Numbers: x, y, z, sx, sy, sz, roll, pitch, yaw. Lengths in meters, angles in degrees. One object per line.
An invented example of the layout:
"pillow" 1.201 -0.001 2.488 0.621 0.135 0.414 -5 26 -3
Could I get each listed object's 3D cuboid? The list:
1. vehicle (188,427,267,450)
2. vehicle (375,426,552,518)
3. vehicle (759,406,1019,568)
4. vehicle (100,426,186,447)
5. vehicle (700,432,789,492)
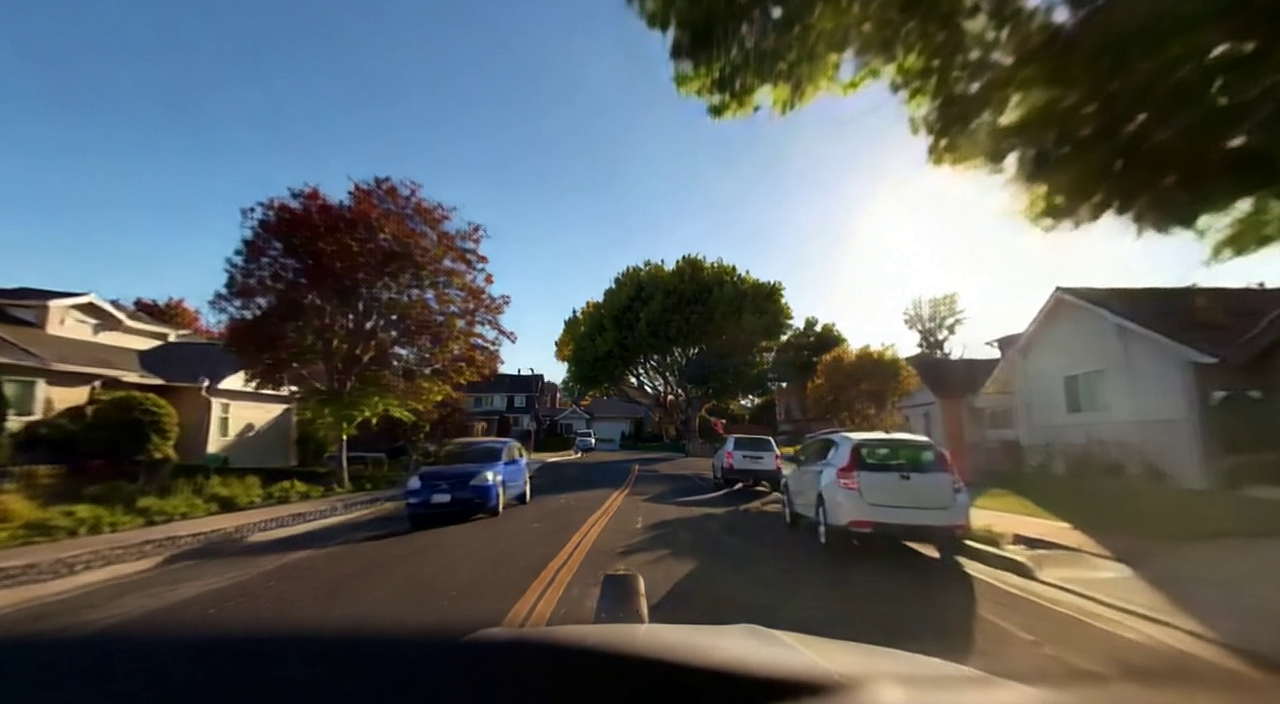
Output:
"vehicle" -30.780 6.484 47.204 4.562 1.613 1.979 -1 -9 4
"vehicle" -3.729 2.663 14.695 2.278 1.704 5.321 -1 -8 4
"vehicle" 3.012 1.710 8.771 1.822 1.668 4.147 -1 -8 -1
"vehicle" -37.247 6.342 47.409 4.969 1.501 1.905 -1 -10 4
"vehicle" 3.187 3.489 20.405 2.074 1.646 5.457 1 -9 1
